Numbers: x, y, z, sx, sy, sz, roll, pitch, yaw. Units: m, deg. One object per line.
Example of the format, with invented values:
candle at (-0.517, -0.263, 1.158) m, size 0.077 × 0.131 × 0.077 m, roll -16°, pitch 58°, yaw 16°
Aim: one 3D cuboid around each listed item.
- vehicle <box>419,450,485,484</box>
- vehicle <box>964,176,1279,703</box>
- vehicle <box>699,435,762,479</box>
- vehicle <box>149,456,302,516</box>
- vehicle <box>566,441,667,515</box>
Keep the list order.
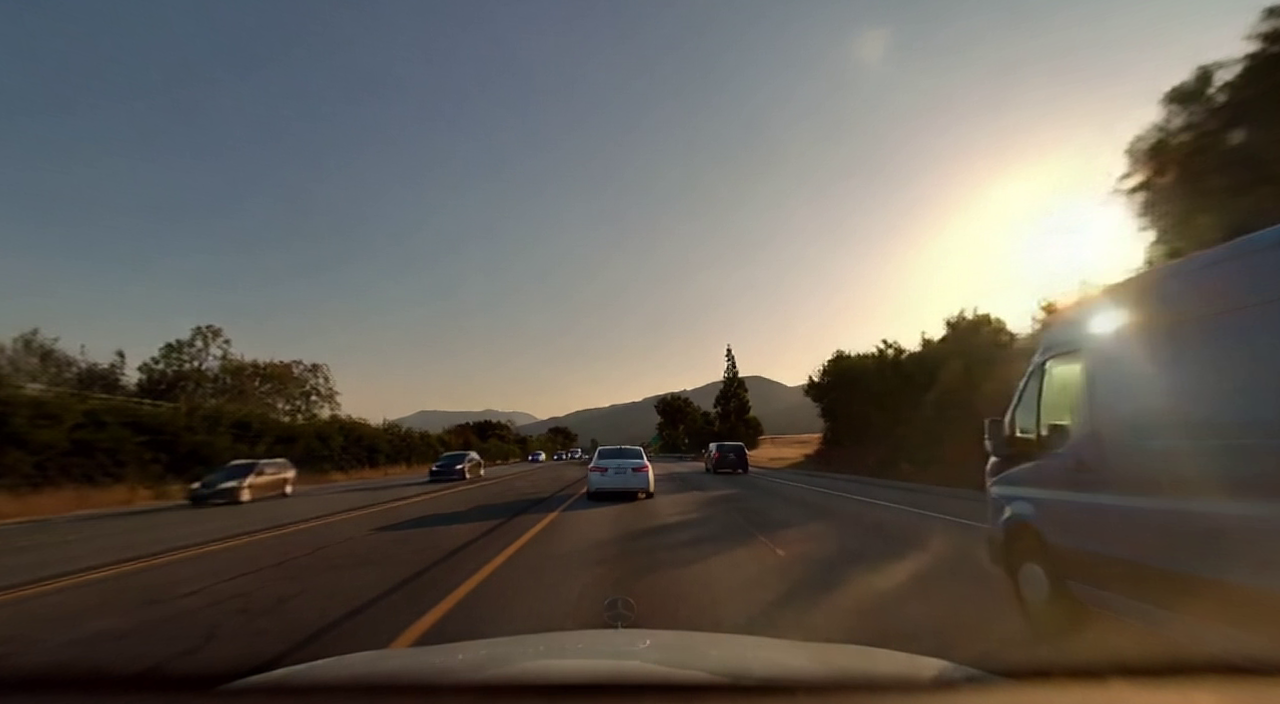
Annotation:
vehicle at (-8.910, 5.457, 30.047) m, size 1.894 × 1.505 × 4.103 m, roll 0°, pitch -9°, yaw 0°
vehicle at (3.891, 0.394, 2.073) m, size 2.399 × 2.421 × 5.829 m, roll 0°, pitch -9°, yaw -1°
vehicle at (4.312, 5.093, 30.718) m, size 2.261 × 1.952 × 4.784 m, roll 0°, pitch -9°, yaw -1°
vehicle at (-12.322, 3.956, 19.027) m, size 1.823 × 1.539 × 4.087 m, roll 0°, pitch -9°, yaw 0°
vehicle at (-0.486, 2.856, 14.646) m, size 2.029 × 1.483 × 3.769 m, roll 0°, pitch -9°, yaw 0°
